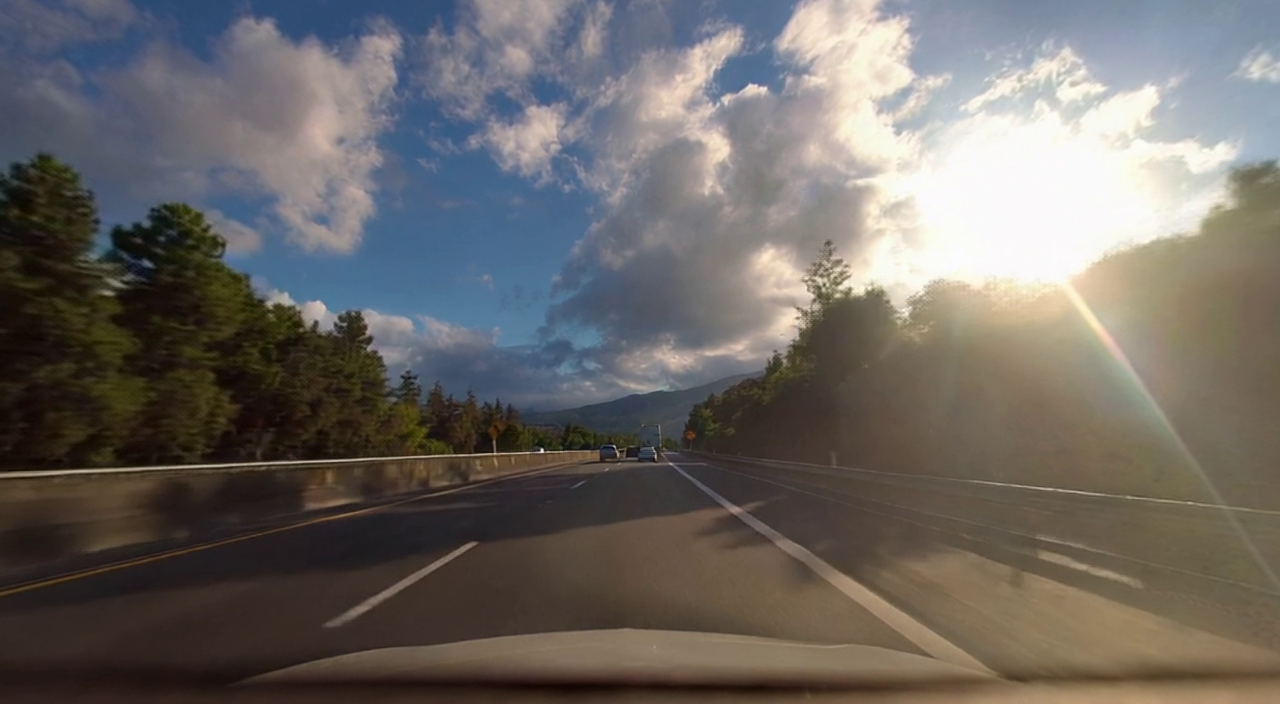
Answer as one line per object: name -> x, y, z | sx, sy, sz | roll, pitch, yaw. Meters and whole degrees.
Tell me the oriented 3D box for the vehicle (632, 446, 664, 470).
vehicle -> 0.507, 6.857, 40.844 | 1.934, 1.488, 3.832 | 0, -9, 1
